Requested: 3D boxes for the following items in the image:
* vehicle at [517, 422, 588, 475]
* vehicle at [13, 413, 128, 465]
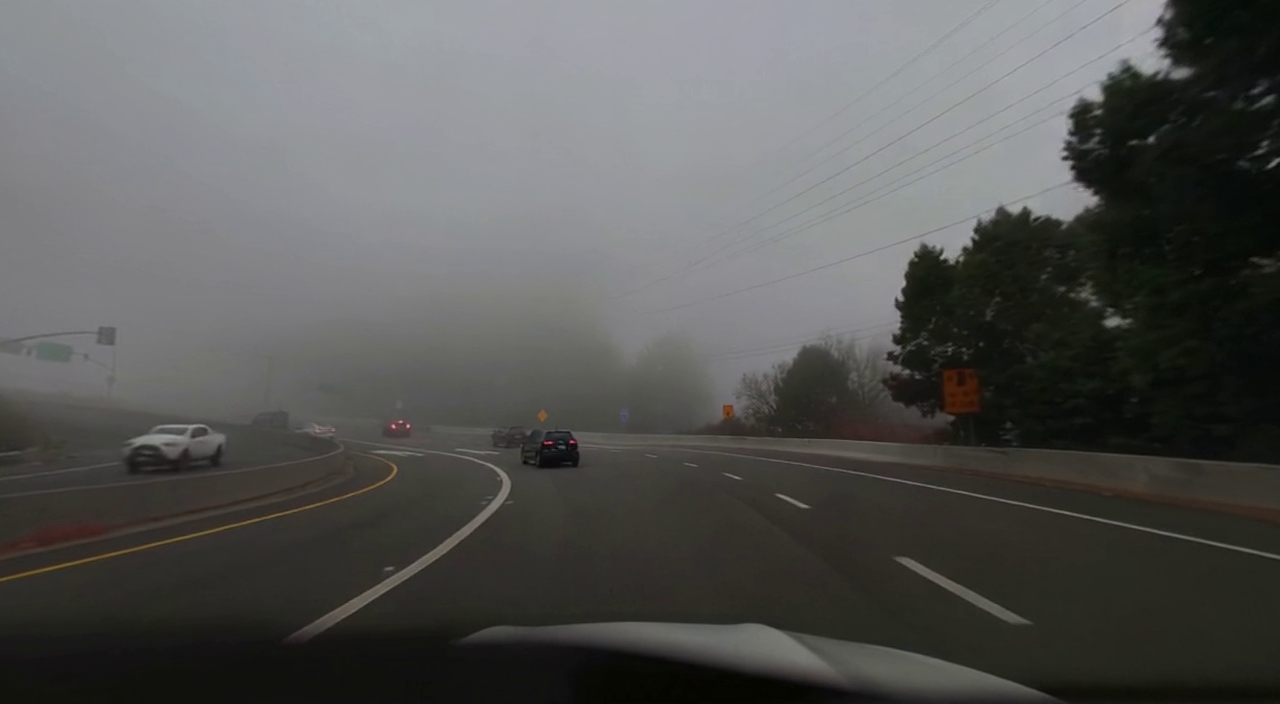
[{"bbox_3d":[-3.279,3.491,22.974,2.140,1.724,4.304,2,-9,-13],"label":"vehicle"},{"bbox_3d":[-23.519,3.637,26.317,2.239,1.922,5.001,5,-9,-28],"label":"vehicle"}]
